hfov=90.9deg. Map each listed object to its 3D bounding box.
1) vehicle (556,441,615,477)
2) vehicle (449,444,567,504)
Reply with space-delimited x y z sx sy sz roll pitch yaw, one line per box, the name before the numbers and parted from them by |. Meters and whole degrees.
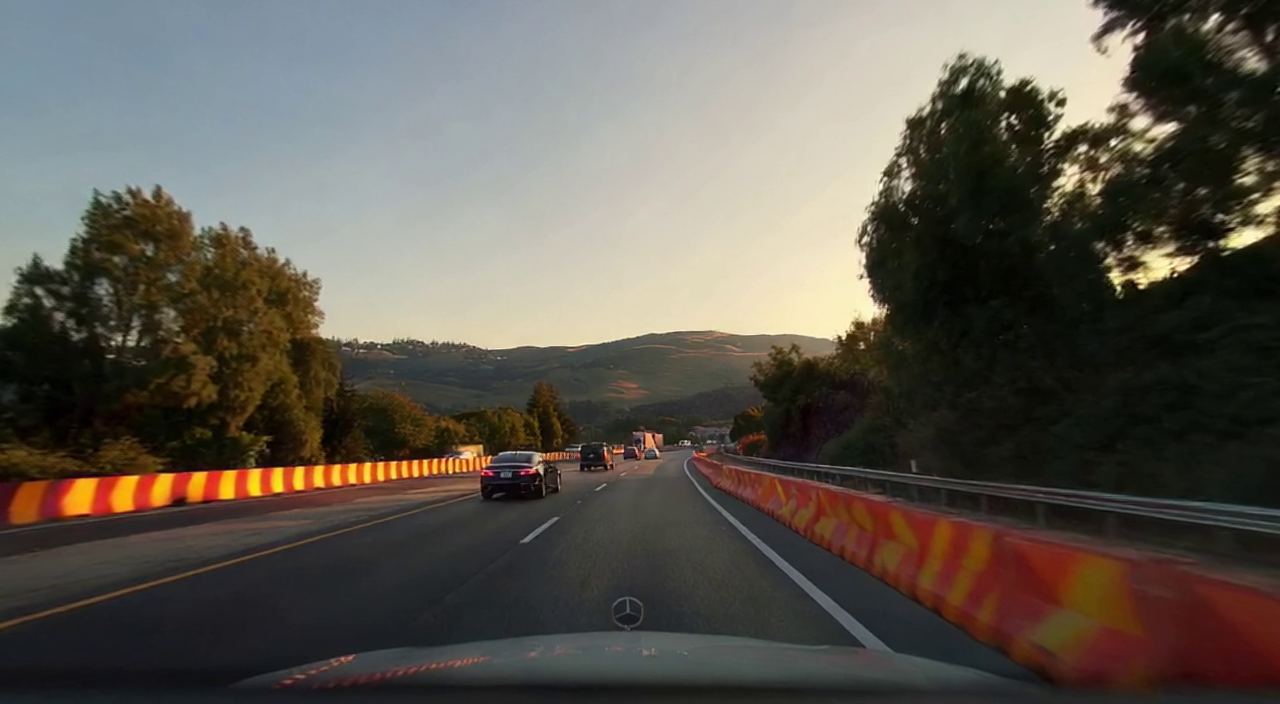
vehicle | -2.369 4.785 28.270 2.094 1.480 4.124 -1 -9 3
vehicle | -3.169 3.034 16.062 2.061 1.330 3.928 0 -9 2
